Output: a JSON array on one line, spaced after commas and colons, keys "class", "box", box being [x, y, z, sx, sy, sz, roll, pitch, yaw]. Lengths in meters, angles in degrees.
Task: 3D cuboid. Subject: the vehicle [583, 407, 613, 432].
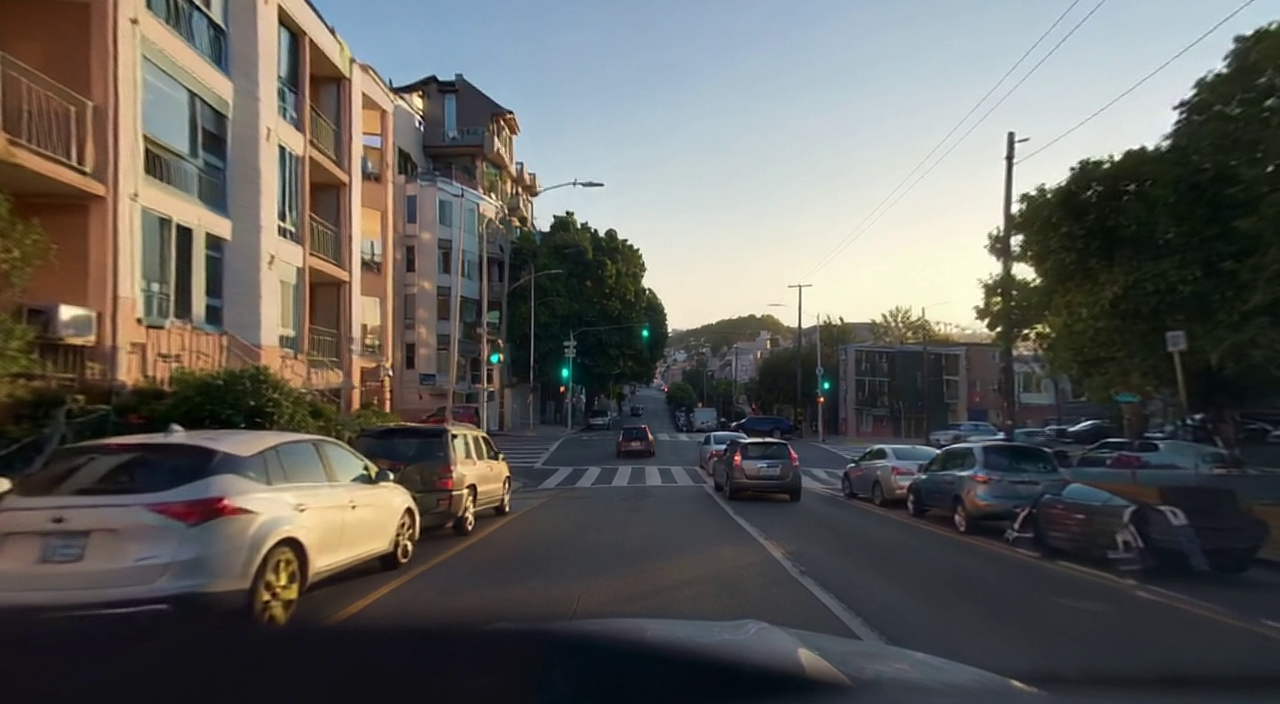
[{"class": "vehicle", "box": [-2.859, 4.697, 43.578, 1.878, 1.521, 3.697, 0, -9, -1]}]

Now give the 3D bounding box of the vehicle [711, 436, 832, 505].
[{"class": "vehicle", "box": [3.112, 2.920, 15.987, 2.055, 1.450, 4.676, 0, -9, 0]}]

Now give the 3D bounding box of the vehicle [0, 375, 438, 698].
[{"class": "vehicle", "box": [-3.482, 1.312, 5.616, 1.922, 1.704, 4.398, 0, -9, 0]}]

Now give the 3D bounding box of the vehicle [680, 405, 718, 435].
[{"class": "vehicle", "box": [3.729, 4.414, 40.454, 2.093, 1.655, 4.327, 0, -9, 1]}]

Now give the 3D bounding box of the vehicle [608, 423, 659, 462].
[{"class": "vehicle", "box": [-0.218, 3.651, 25.770, 1.923, 1.460, 3.923, 0, -7, 1]}]

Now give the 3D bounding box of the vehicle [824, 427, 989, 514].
[{"class": "vehicle", "box": [6.106, 2.769, 15.153, 1.999, 1.752, 4.502, 0, -9, 1]}]

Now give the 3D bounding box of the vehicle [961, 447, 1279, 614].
[{"class": "vehicle", "box": [6.127, 1.912, 7.806, 1.962, 1.438, 4.440, 0, -9, 0]}]

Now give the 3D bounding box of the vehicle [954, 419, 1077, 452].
[{"class": "vehicle", "box": [18.418, 4.151, 31.117, 4.738, 1.537, 1.960, -1, -9, 2]}]
